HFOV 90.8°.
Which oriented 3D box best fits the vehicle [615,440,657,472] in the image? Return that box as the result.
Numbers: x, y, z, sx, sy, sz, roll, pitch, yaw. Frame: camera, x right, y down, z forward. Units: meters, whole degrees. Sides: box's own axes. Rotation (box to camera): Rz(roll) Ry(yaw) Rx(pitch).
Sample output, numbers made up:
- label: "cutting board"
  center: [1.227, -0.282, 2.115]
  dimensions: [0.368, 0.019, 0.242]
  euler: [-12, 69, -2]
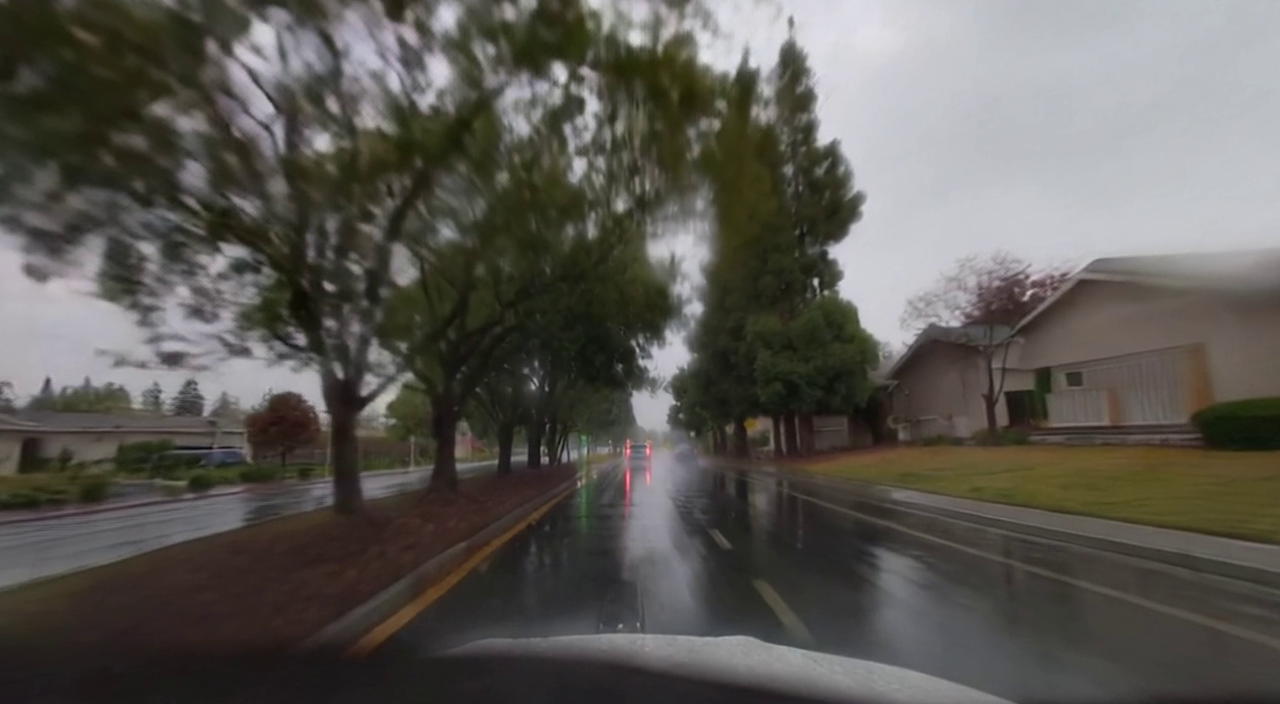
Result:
- label: "vehicle"
  center: [-0.174, 5.239, 32.091]
  dimensions: [2.018, 1.511, 3.993]
  euler: [0, -8, 1]

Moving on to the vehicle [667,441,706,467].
- label: "vehicle"
  center: [2.886, 6.455, 40.243]
  dimensions: [2.057, 1.496, 4.401]
  euler: [0, -8, -1]
